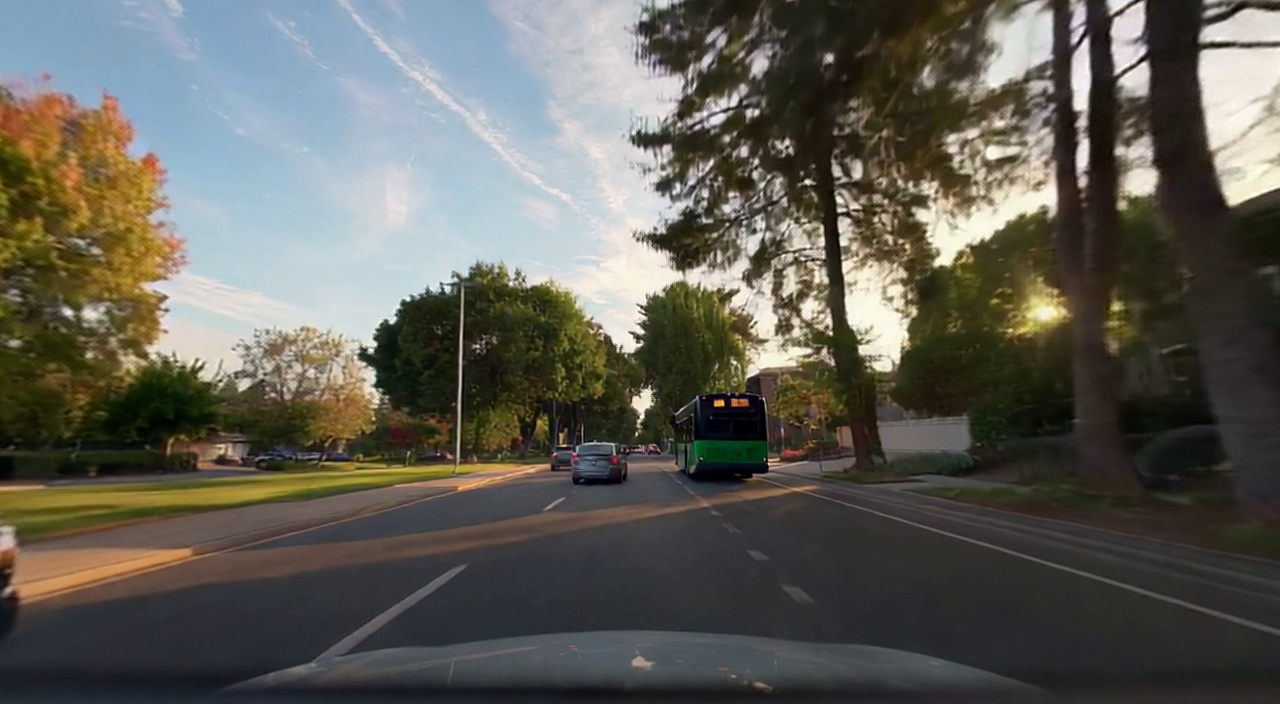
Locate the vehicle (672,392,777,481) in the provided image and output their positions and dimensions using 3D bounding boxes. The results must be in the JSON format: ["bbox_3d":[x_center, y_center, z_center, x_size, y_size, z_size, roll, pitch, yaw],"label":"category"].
[{"bbox_3d":[3.385,4.030,29.346,3.059,3.264,12.623,0,-9,0],"label":"vehicle"}]

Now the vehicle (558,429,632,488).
[{"bbox_3d":[-1.452,3.763,22.593,2.074,1.849,5.137,0,-9,2],"label":"vehicle"}]
